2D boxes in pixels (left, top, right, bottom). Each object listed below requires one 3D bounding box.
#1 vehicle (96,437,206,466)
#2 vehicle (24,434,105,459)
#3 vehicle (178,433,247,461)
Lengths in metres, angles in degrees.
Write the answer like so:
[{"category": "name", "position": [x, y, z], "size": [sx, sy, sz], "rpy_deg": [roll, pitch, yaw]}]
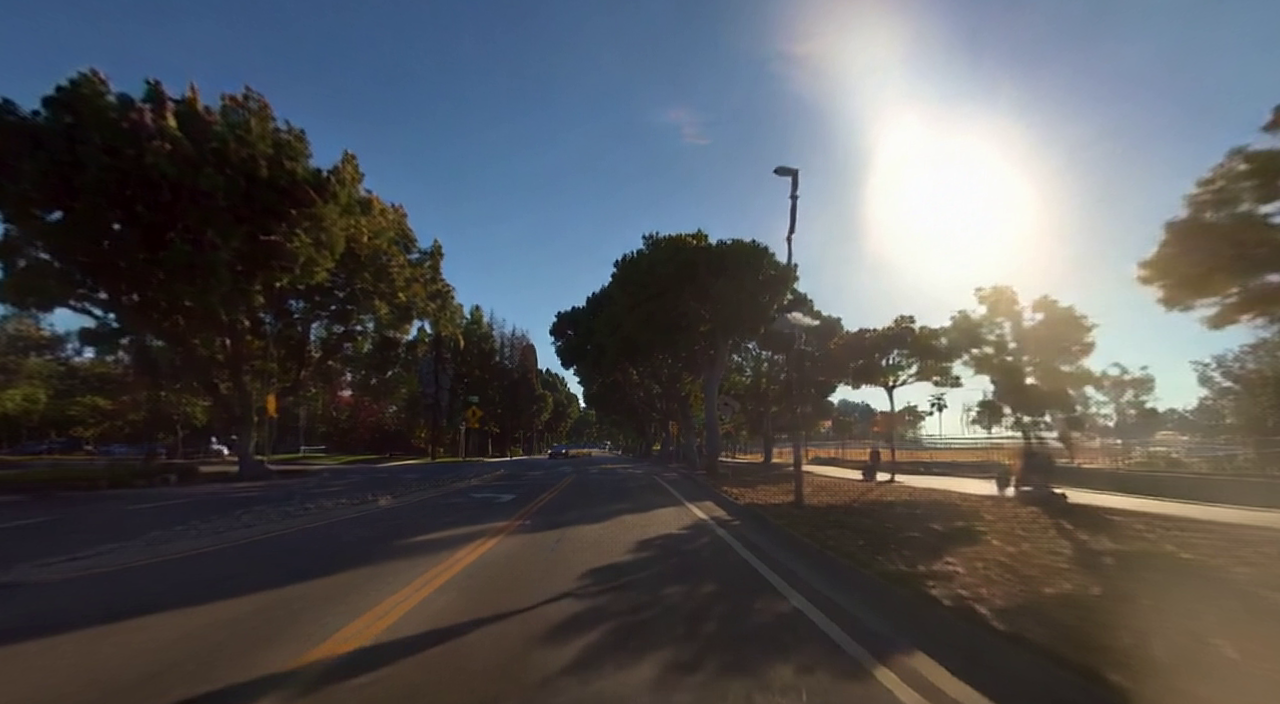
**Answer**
[{"category": "vehicle", "position": [-26.994, 5.481, 34.983], "size": [4.534, 1.488, 1.930], "rpy_deg": [-1, -8, 2]}, {"category": "vehicle", "position": [-39.450, 6.493, 43.453], "size": [1.828, 1.553, 3.924], "rpy_deg": [1, -8, 0]}, {"category": "vehicle", "position": [-29.409, 6.563, 43.644], "size": [1.922, 1.805, 4.208], "rpy_deg": [0, -8, -2]}]
